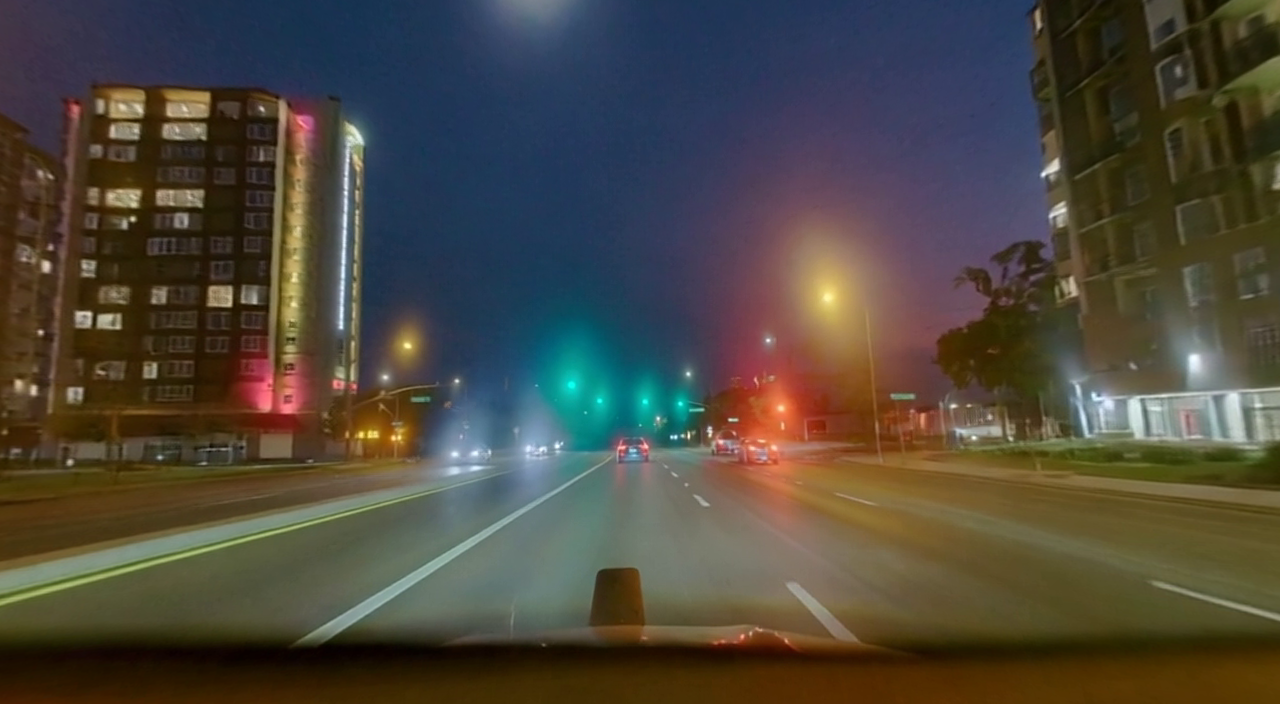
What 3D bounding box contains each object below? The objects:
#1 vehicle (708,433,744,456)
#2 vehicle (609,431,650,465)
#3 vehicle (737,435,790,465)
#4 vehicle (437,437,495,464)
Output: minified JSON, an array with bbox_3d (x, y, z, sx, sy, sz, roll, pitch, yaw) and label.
[{"bbox_3d":[6.245,6.850,46.548,1.963,1.611,4.359,0,-9,-1],"label":"vehicle"},{"bbox_3d":[-0.508,4.962,32.687,2.032,1.593,3.896,0,-9,0],"label":"vehicle"},{"bbox_3d":[6.271,5.028,32.499,1.768,1.417,4.213,0,-9,-1],"label":"vehicle"},{"bbox_3d":[-11.871,6.740,43.350,1.858,1.686,4.330,-2,-9,14],"label":"vehicle"}]
